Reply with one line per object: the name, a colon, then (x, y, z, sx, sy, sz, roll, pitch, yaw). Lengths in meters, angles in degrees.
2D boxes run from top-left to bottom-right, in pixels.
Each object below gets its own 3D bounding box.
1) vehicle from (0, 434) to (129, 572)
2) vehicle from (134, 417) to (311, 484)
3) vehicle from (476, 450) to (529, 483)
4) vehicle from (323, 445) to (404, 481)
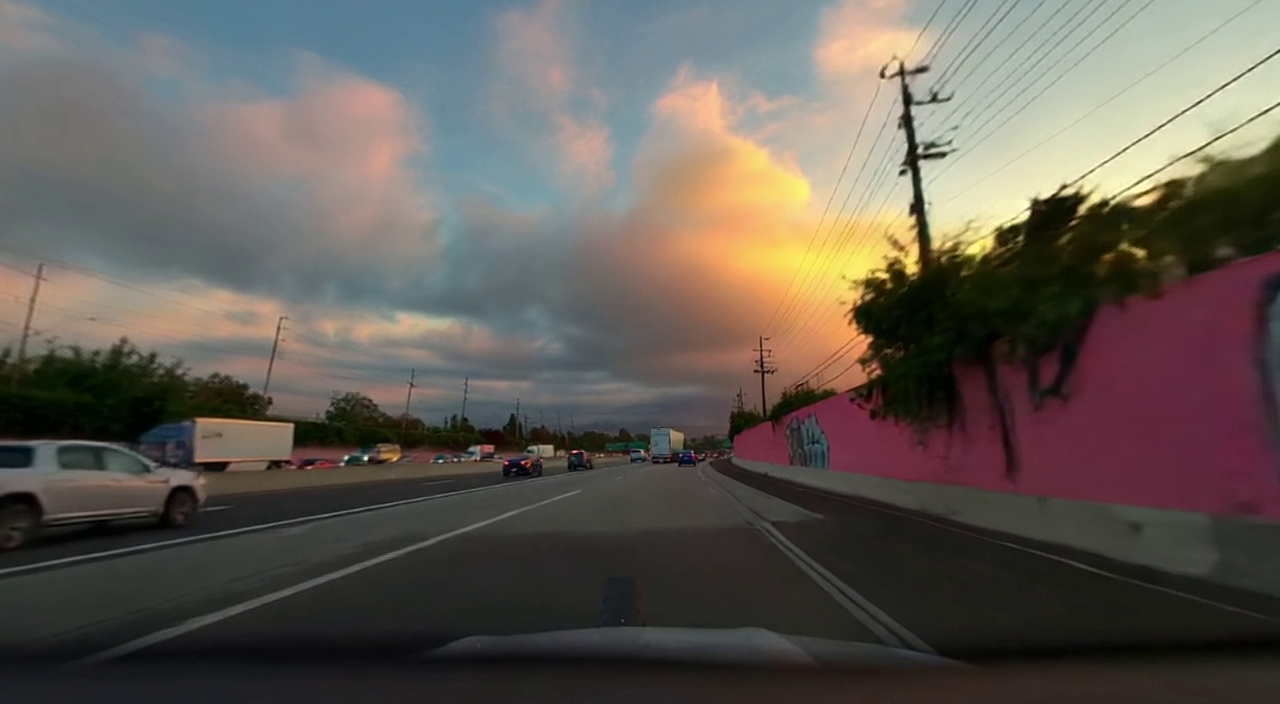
vehicle: (-8.337, 1.701, 7.008, 1.966, 1.565, 3.766, -1, -9, 4)
vehicle: (-26.621, 6.455, 41.410, 2.905, 3.731, 11.444, -1, -9, 6)
vehicle: (-6.646, 5.558, 30.784, 1.708, 1.489, 2.840, -1, -9, 5)
vehicle: (-18.373, 7.406, 42.271, 2.343, 2.256, 5.619, -1, -9, 6)
